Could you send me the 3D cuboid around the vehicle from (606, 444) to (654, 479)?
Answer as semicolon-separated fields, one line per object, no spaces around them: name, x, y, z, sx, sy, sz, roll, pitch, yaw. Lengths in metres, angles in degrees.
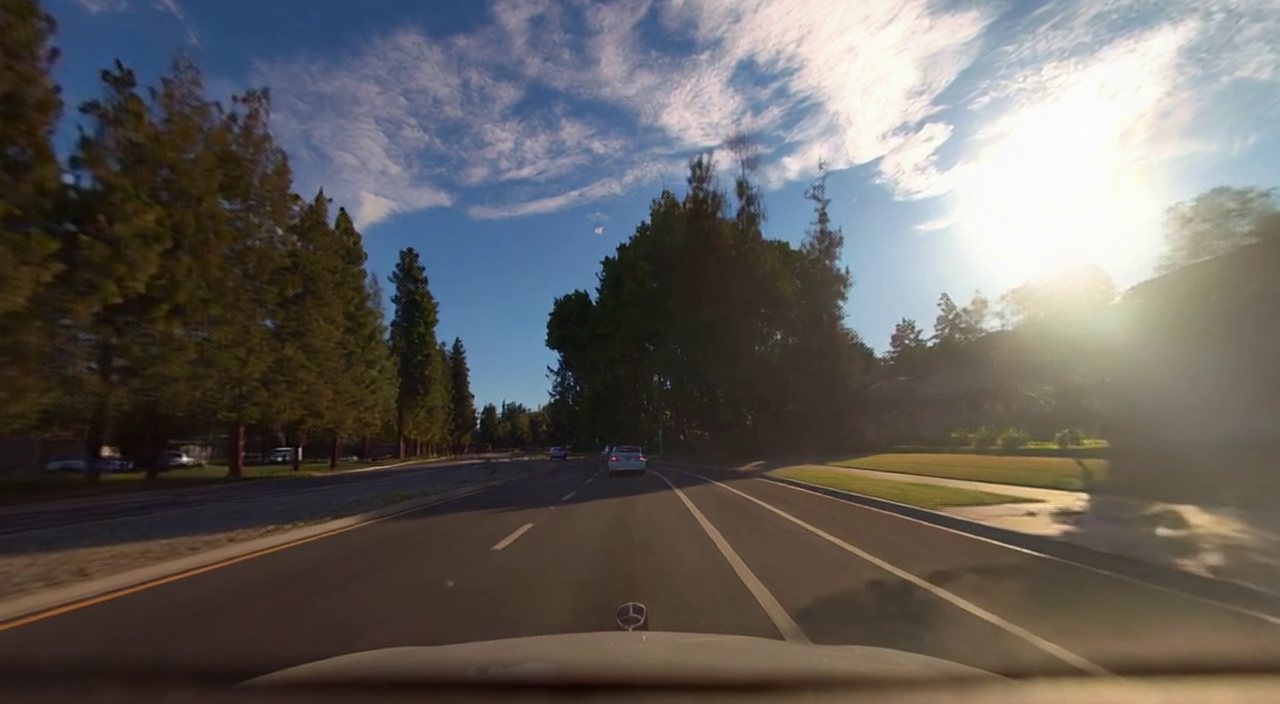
vehicle;-0.519;4.935;28.767;2.009;1.456;4.003;0;-8;-3
